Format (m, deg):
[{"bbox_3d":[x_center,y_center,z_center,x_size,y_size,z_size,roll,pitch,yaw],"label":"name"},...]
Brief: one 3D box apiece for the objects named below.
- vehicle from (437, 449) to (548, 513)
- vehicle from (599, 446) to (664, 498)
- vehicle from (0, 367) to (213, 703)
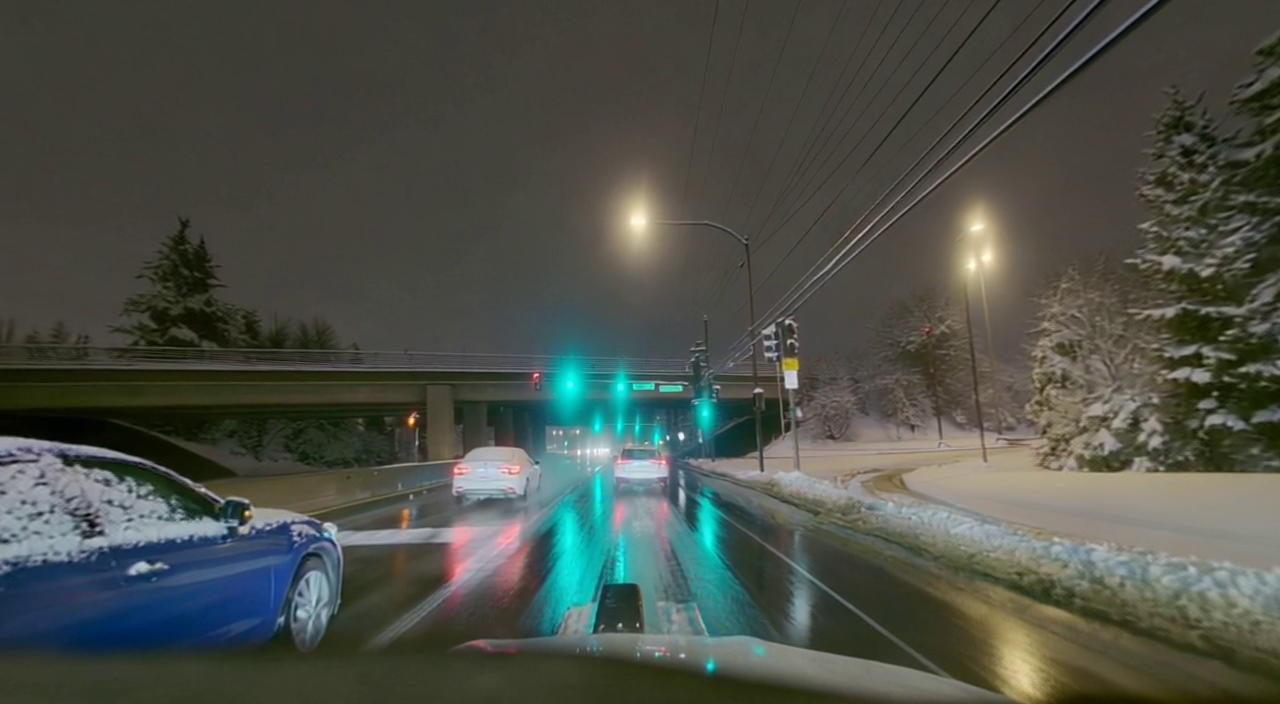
[{"bbox_3d":[-3.751,3.335,16.875,1.946,1.437,4.154,0,-8,0],"label":"vehicle"},{"bbox_3d":[-0.271,3.979,21.346,1.985,1.565,3.968,0,-8,0],"label":"vehicle"},{"bbox_3d":[-3.543,0.766,1.595,1.925,1.666,4.271,0,-8,0],"label":"vehicle"}]
